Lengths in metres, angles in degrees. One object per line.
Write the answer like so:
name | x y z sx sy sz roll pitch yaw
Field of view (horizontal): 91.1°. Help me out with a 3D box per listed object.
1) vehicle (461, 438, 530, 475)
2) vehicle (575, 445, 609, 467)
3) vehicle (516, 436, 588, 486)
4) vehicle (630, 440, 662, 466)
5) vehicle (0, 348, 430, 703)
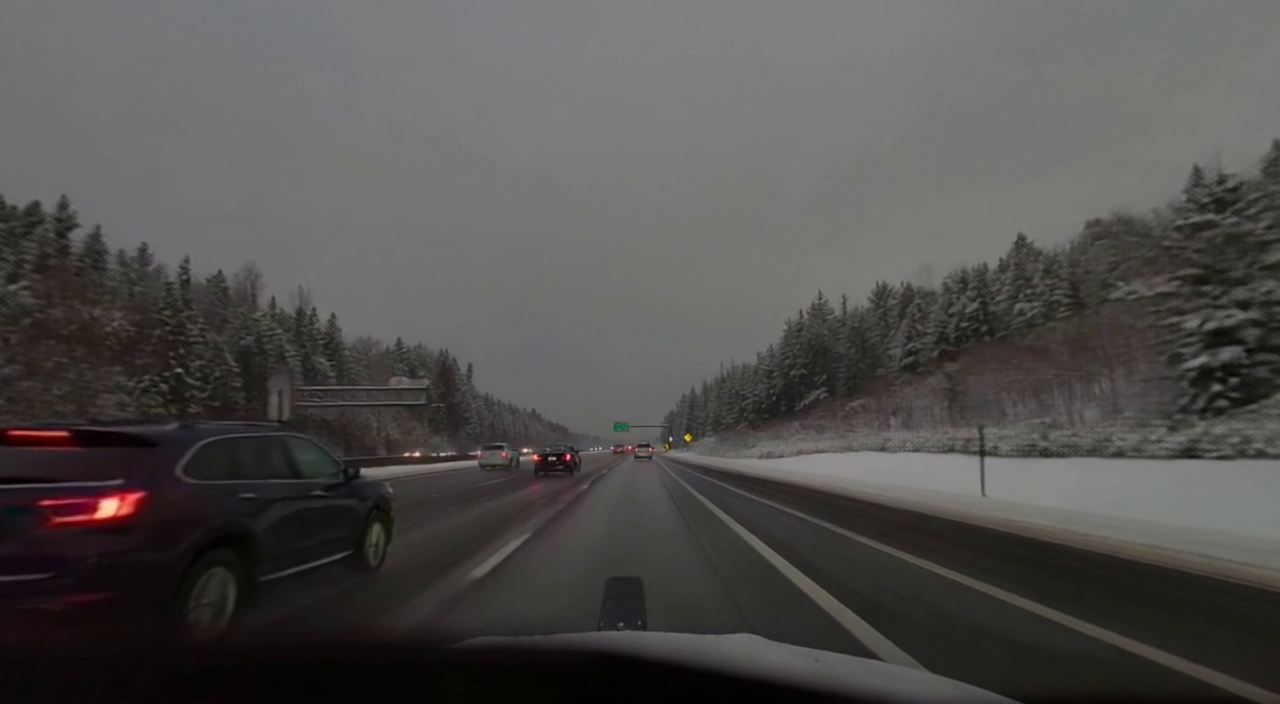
vehicle | -7.199 5.269 31.935 2.134 1.715 5.231 0 -8 1
vehicle | -3.304 7.183 43.516 2.055 1.431 3.921 0 -8 0
vehicle | -3.177 4.032 23.567 2.056 1.679 4.204 0 -8 1
vehicle | 0.474 7.561 47.152 2.285 1.797 4.478 0 -8 0
vehicle | -3.492 1.152 4.647 2.040 1.672 5.122 0 -8 1
